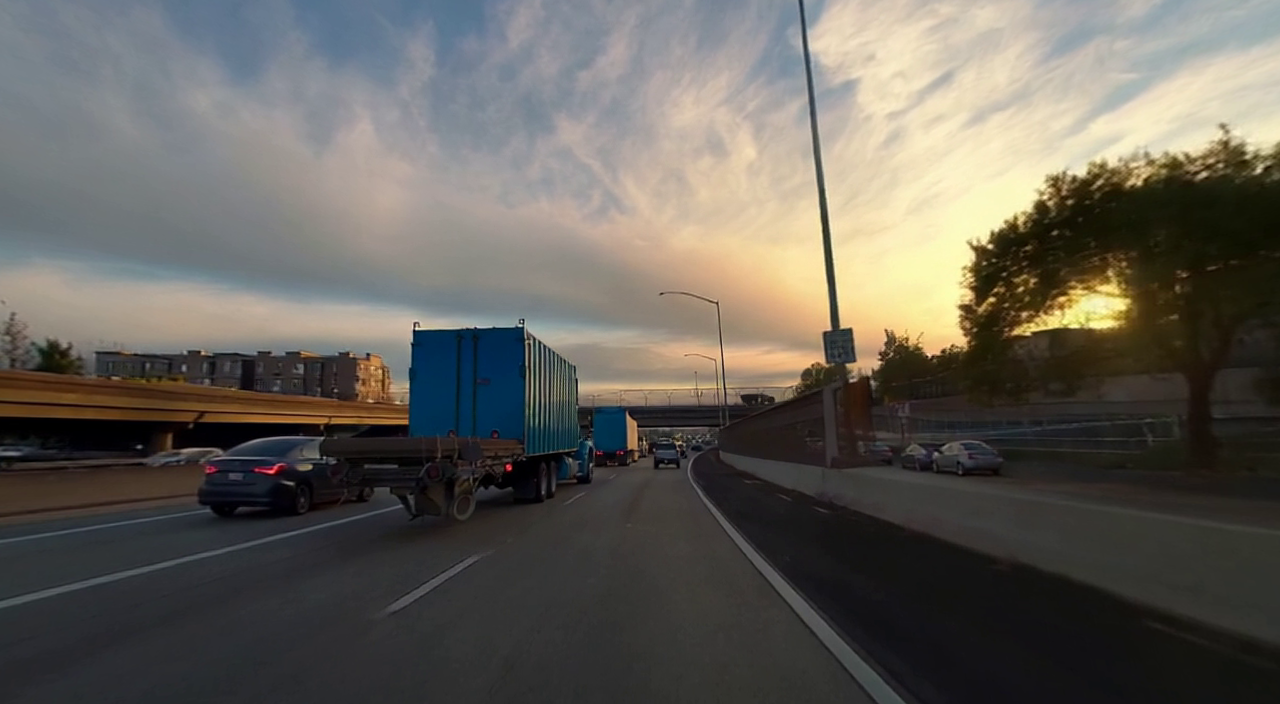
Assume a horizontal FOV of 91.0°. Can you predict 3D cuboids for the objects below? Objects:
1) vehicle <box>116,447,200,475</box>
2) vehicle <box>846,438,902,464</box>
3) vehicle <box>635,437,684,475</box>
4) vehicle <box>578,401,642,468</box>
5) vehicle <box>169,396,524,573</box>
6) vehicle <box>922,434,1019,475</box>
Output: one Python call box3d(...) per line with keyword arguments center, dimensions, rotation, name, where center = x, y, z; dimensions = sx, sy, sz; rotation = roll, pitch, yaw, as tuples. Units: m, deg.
box3d(center=(-26.093, 5.891, 34.264), dimensions=(1.614, 1.454, 3.698), rotation=(0, -8, 0), name="vehicle")
box3d(center=(15.702, 6.668, 42.548), dimensions=(2.237, 1.656, 4.676), rotation=(-1, -9, 3), name="vehicle")
box3d(center=(0.974, 4.960, 30.190), dimensions=(2.178, 1.640, 4.071), rotation=(-1, -9, 3), name="vehicle")
box3d(center=(-1.743, 5.559, 41.743), dimensions=(3.073, 3.894, 9.782), rotation=(-1, -9, 4), name="vehicle")
box3d(center=(-3.338, 1.613, 8.242), dimensions=(2.896, 1.779, 3.441), rotation=(-1, -8, 2), name="vehicle")
box3d(center=(14.612, 4.561, 28.187), dimensions=(2.022, 1.675, 4.792), rotation=(-1, -9, 5), name="vehicle")
